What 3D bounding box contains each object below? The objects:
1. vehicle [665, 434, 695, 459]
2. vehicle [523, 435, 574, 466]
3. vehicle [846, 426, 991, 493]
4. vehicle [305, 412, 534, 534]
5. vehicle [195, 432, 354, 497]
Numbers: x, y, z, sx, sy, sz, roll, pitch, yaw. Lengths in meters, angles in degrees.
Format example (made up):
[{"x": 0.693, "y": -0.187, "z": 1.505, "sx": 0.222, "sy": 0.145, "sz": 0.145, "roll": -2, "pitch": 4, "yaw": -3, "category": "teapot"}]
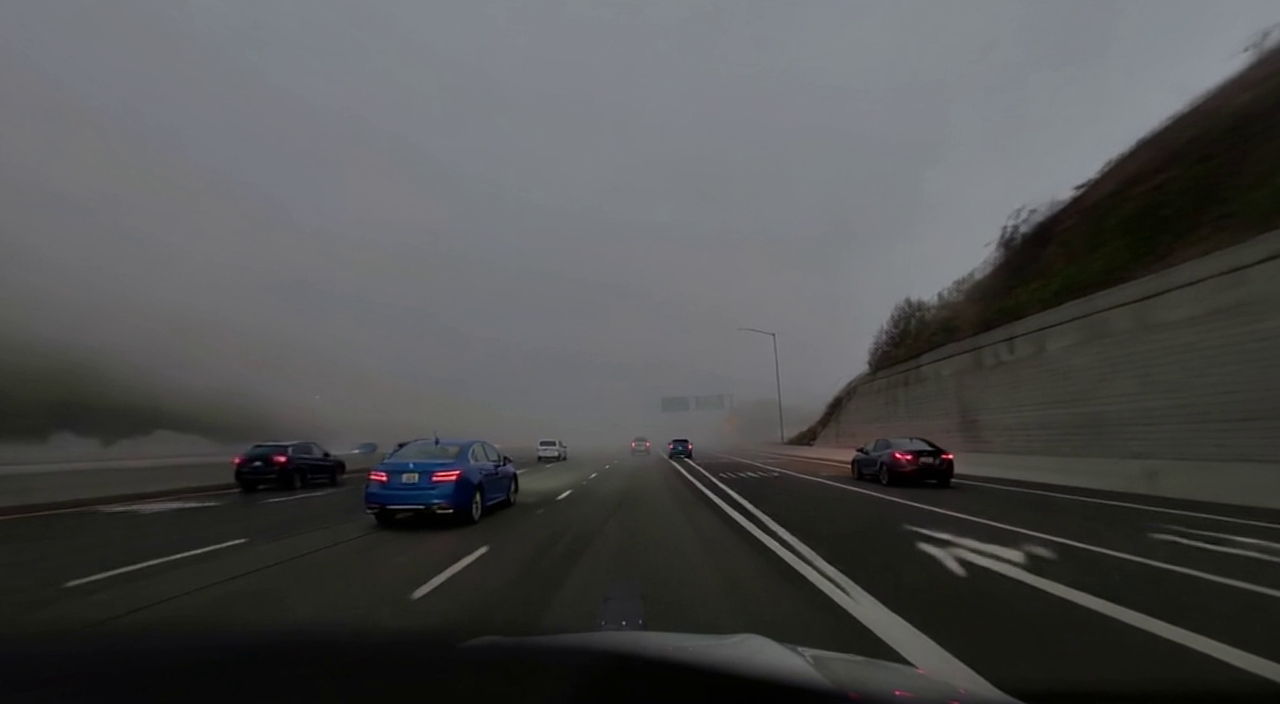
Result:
[{"x": 3.169, "y": 7.434, "z": 49.519, "sx": 2.172, "sy": 1.824, "sz": 5.031, "roll": -1, "pitch": -8, "yaw": 5, "category": "vehicle"}, {"x": -5.346, "y": 5.810, "z": 37.304, "sx": 2.076, "sy": 1.730, "sz": 4.537, "roll": -1, "pitch": -8, "yaw": 3, "category": "vehicle"}, {"x": 7.691, "y": 3.025, "z": 18.051, "sx": 2.122, "sy": 1.646, "sz": 4.491, "roll": 0, "pitch": -8, "yaw": 1, "category": "vehicle"}, {"x": -3.617, "y": 2.122, "z": 11.696, "sx": 2.210, "sy": 1.730, "sz": 5.133, "roll": -1, "pitch": -8, "yaw": 2, "category": "vehicle"}, {"x": -11.281, "y": 3.480, "z": 19.972, "sx": 2.091, "sy": 1.774, "sz": 4.754, "roll": 0, "pitch": -8, "yaw": 1, "category": "vehicle"}]
